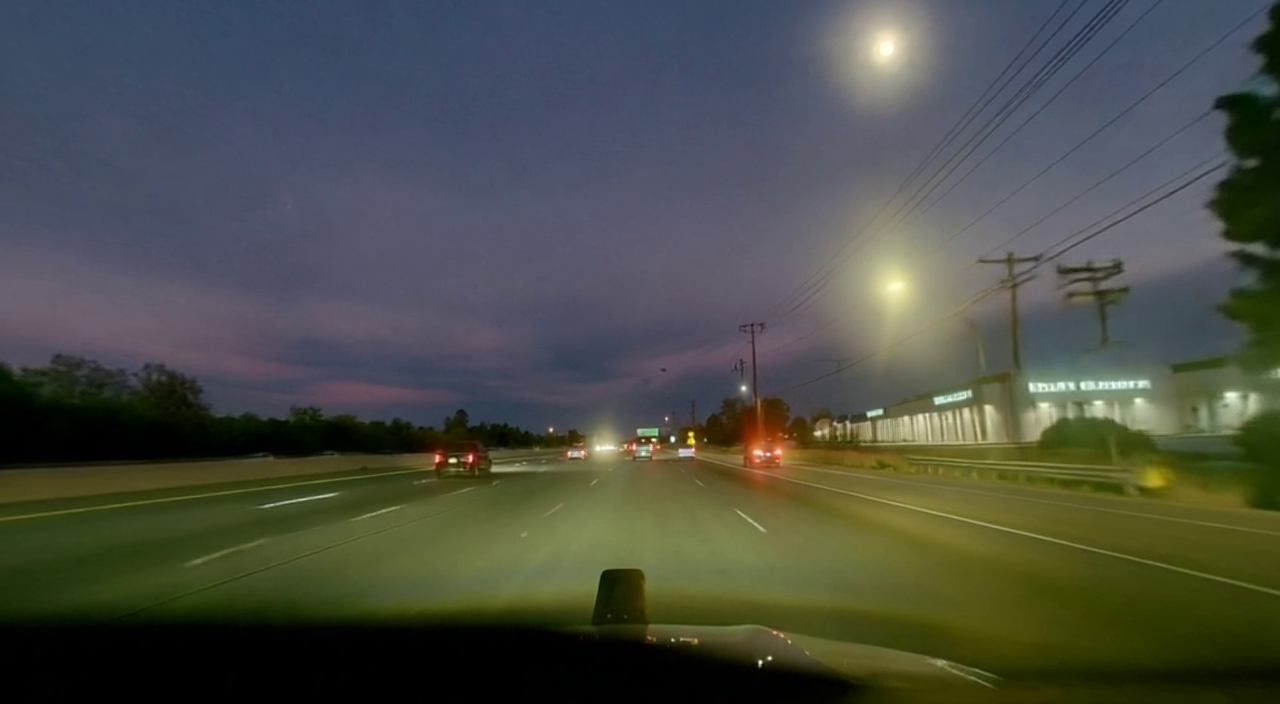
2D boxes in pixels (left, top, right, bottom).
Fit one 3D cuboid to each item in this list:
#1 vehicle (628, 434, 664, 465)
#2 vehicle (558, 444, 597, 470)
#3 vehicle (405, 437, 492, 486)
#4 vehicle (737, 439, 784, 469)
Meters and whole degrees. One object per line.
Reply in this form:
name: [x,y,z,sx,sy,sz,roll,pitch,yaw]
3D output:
vehicle: [0.376,7.364,47.729,2.622,2.208,5.320,0,-8,-1]
vehicle: [-3.854,6.524,39.360,1.979,1.469,4.378,0,-9,0]
vehicle: [-7.386,4.261,24.831,2.007,1.732,4.395,0,-9,0]
vehicle: [7.243,6.148,38.259,1.937,1.698,4.322,0,-8,-1]
